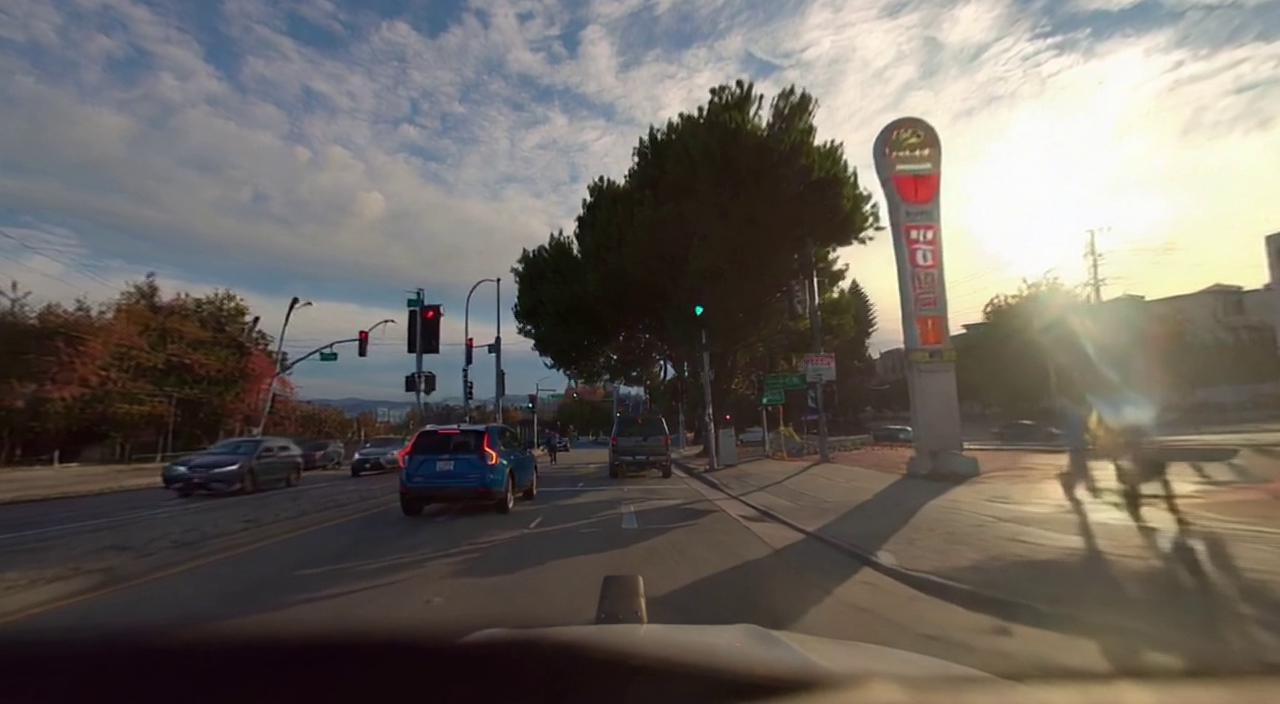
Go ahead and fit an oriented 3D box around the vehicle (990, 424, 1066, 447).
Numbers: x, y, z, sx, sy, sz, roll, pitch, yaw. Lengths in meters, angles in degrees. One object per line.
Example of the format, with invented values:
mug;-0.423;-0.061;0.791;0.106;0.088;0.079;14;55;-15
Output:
vehicle;28.876;6.206;46.898;4.403;1.484;1.952;-1;-9;-5

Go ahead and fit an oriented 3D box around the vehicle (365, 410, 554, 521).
vehicle;-3.190;2.151;12.471;2.247;1.734;4.919;0;-8;1

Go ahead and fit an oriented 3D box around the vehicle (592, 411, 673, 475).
vehicle;-0.220;3.252;22.588;2.552;1.999;5.498;0;-8;0

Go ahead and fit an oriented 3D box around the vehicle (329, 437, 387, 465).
vehicle;-16.555;5.843;37.127;1.719;1.523;3.864;0;-8;-1

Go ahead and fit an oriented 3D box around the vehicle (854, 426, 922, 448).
vehicle;17.503;6.047;44.558;3.997;1.496;1.907;1;-8;-11

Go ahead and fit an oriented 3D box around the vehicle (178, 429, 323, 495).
vehicle;-12.031;3.400;19.845;1.912;1.831;4.314;0;-8;-3
